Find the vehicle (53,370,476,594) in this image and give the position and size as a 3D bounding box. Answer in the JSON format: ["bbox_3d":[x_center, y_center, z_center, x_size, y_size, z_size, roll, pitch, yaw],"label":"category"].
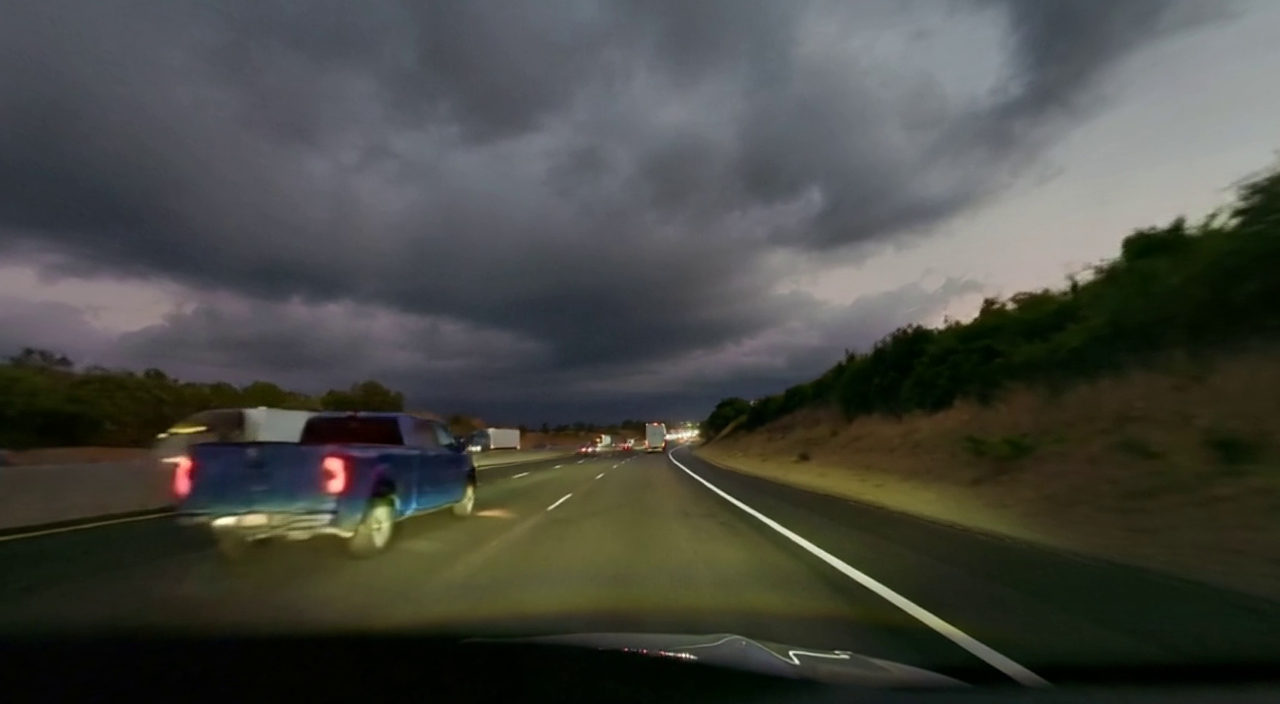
[{"bbox_3d":[-3.959,1.526,8.186,2.216,1.949,5.237,0,-9,0],"label":"vehicle"}]
